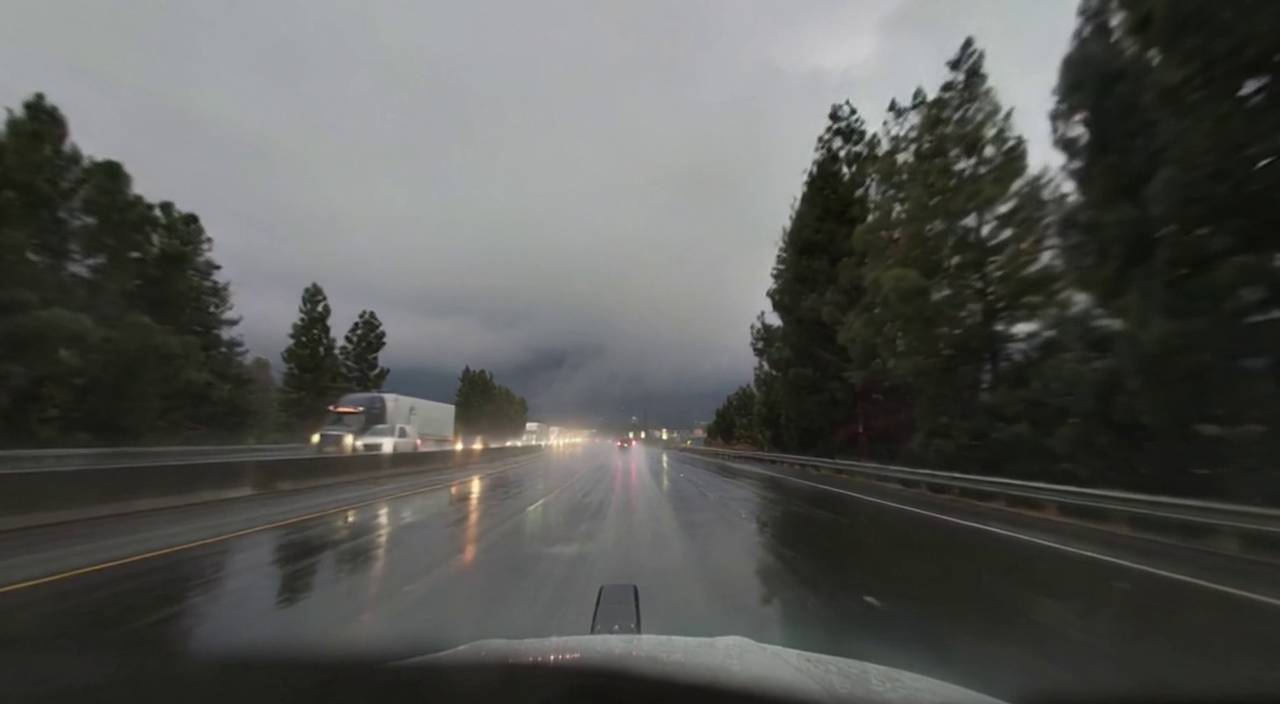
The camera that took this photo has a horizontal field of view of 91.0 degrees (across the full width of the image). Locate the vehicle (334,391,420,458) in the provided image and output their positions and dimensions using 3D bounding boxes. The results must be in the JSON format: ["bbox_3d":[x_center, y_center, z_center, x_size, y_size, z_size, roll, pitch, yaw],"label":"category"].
[{"bbox_3d":[-17.360,4.921,42.112,3.058,4.142,6.328,0,-8,-2],"label":"vehicle"}]

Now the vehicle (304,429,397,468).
[{"bbox_3d":[-12.611,4.241,27.792,2.122,1.566,4.276,0,-8,-1],"label":"vehicle"}]

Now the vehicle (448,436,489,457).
[{"bbox_3d":[-12.909,7.128,47.712,1.926,1.472,4.509,0,-8,-1],"label":"vehicle"}]

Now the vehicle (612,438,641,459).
[{"bbox_3d":[-1.061,7.445,48.821,2.099,1.504,3.843,0,-8,-2],"label":"vehicle"}]
